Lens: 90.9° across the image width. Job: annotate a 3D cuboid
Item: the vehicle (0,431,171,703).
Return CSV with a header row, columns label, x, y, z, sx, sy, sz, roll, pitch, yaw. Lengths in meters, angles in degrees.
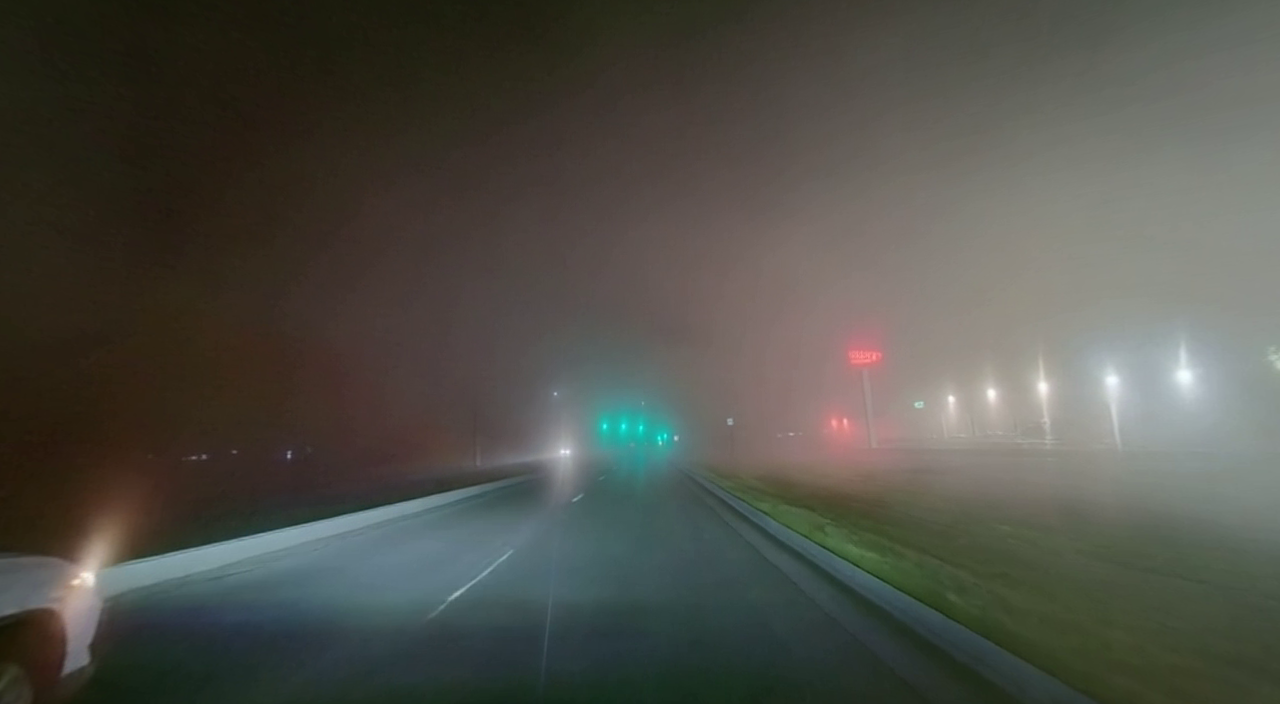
label,x,y,z,sx,sy,sz,roll,pitch,yaw
vehicle,-3.678,0.873,1.183,1.972,1.490,4.591,0,-8,1
